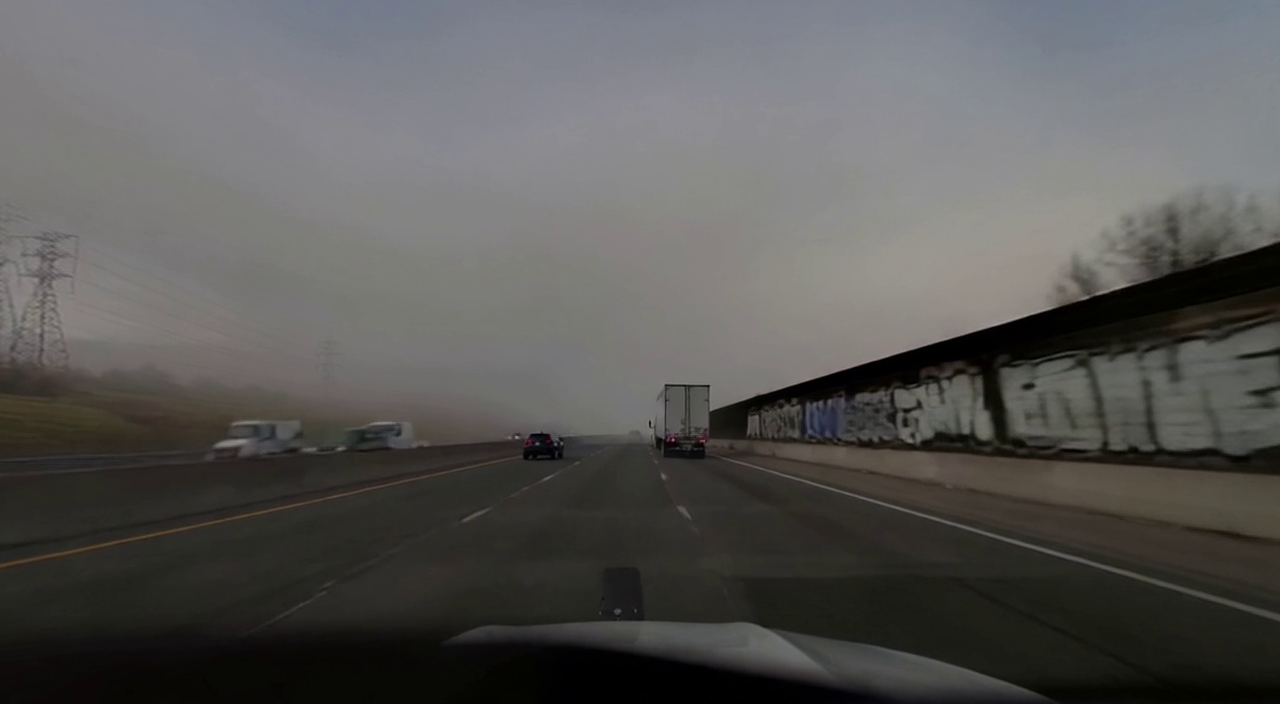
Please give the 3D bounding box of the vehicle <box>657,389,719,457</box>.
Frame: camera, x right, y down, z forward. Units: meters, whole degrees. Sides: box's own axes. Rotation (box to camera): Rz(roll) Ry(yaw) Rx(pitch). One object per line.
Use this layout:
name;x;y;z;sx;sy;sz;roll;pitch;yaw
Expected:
vehicle;2.887;4.800;41.442;3.060;3.842;11.095;0;-8;-1

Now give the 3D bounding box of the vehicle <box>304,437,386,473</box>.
vehicle;-11.941;4.162;25.723;1.683;1.377;3.452;0;-8;-1

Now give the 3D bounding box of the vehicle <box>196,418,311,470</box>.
vehicle;-19.904;4.770;32.885;2.198;2.430;5.819;0;-8;0

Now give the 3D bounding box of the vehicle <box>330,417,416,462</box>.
vehicle;-15.887;5.289;38.076;2.230;2.477;6.722;0;-8;0

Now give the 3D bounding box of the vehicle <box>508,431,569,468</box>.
vehicle;-4.389;4.282;27.942;1.965;1.486;4.448;0;-8;0
